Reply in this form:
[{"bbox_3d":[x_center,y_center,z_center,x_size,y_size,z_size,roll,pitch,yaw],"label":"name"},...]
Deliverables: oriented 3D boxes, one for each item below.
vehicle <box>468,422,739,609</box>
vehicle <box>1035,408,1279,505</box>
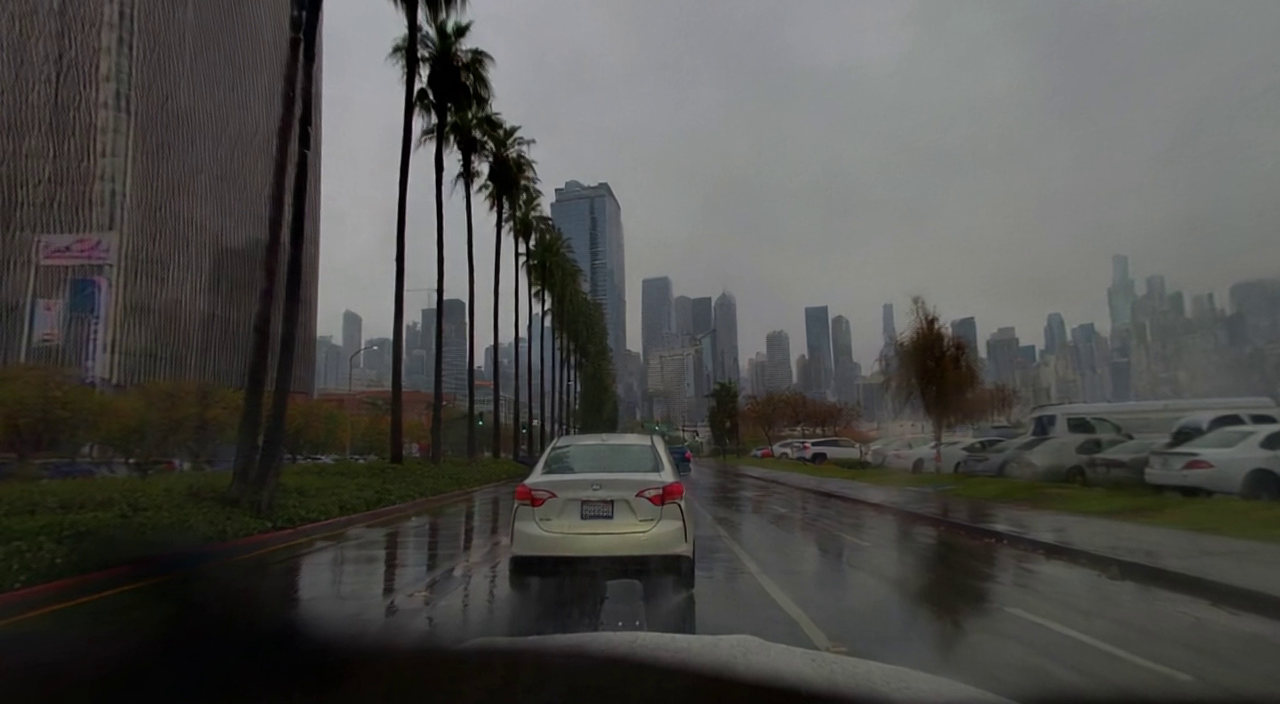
[{"bbox_3d":[-0.286,1.642,7.204,2.235,1.528,3.876,0,-9,0],"label":"vehicle"},{"bbox_3d":[12.903,2.423,14.924,5.301,1.962,2.431,-3,-8,4],"label":"vehicle"}]
